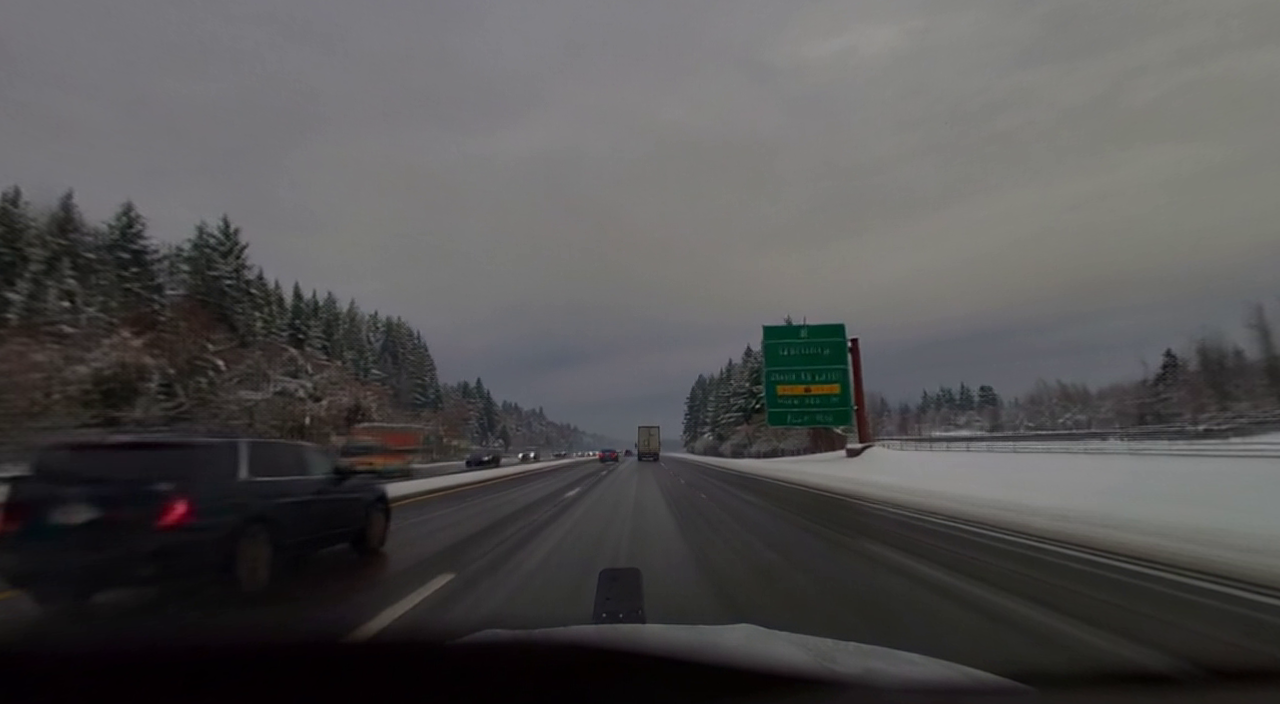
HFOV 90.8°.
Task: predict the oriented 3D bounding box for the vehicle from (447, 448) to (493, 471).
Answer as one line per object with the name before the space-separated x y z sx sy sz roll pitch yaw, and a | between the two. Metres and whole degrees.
vehicle | -12.065 7.666 45.135 2.061 1.523 4.144 0 -9 1

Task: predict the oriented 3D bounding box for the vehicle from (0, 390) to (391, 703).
vehicle | -3.839 1.249 4.775 2.027 1.519 4.578 0 -9 0
